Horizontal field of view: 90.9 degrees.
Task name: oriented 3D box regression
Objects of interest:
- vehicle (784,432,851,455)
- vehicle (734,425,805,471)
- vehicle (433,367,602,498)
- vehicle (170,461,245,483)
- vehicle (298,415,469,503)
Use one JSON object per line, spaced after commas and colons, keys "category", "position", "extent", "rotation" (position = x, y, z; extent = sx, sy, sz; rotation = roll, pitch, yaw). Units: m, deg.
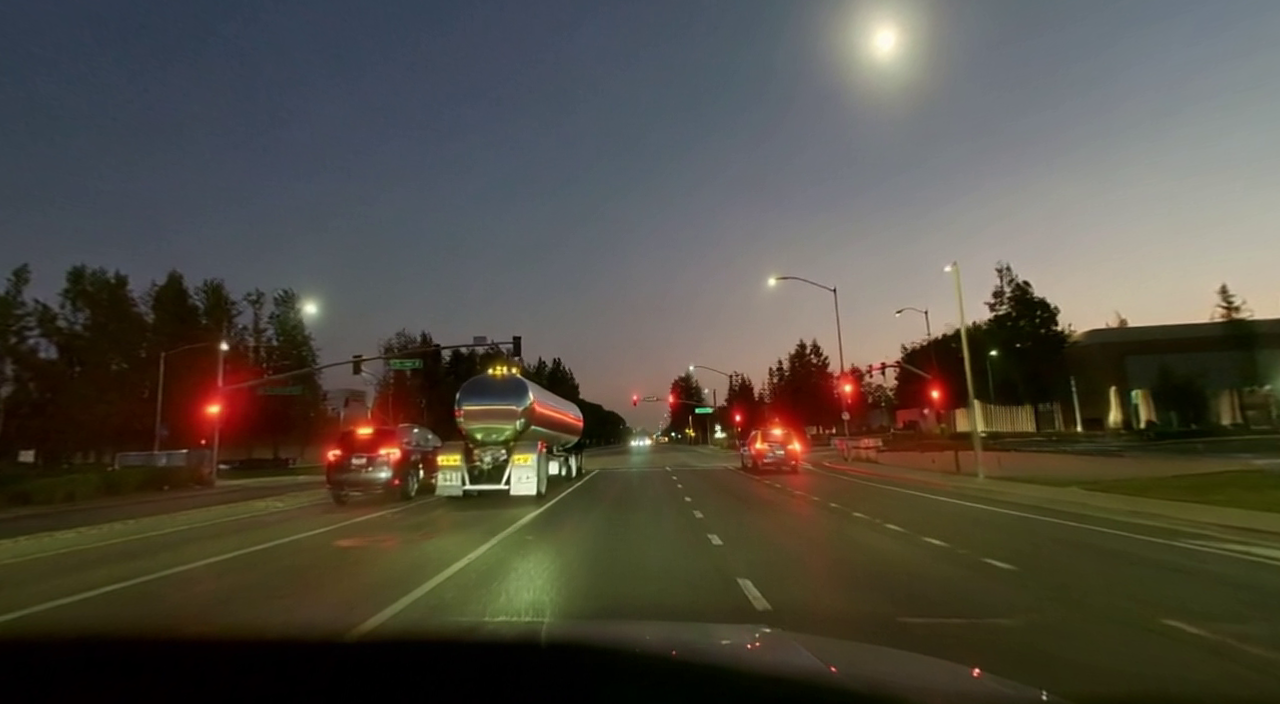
{"category": "vehicle", "position": [12.803, 6.683, 45.799], "extent": [4.450, 1.580, 1.808], "rotation": [-2, -8, 9]}
{"category": "vehicle", "position": [5.828, 4.408, 29.036], "extent": [2.093, 1.926, 4.749], "rotation": [0, -8, -2]}
{"category": "vehicle", "position": [-3.232, 2.880, 21.922], "extent": [2.841, 3.004, 14.901], "rotation": [0, -8, 0]}
{"category": "vehicle", "position": [-30.797, 8.525, 44.918], "extent": [4.507, 1.470, 1.816], "rotation": [-2, -9, 15]}
{"category": "vehicle", "position": [-6.662, 2.868, 17.322], "extent": [2.375, 1.989, 5.497], "rotation": [0, -8, 0]}
